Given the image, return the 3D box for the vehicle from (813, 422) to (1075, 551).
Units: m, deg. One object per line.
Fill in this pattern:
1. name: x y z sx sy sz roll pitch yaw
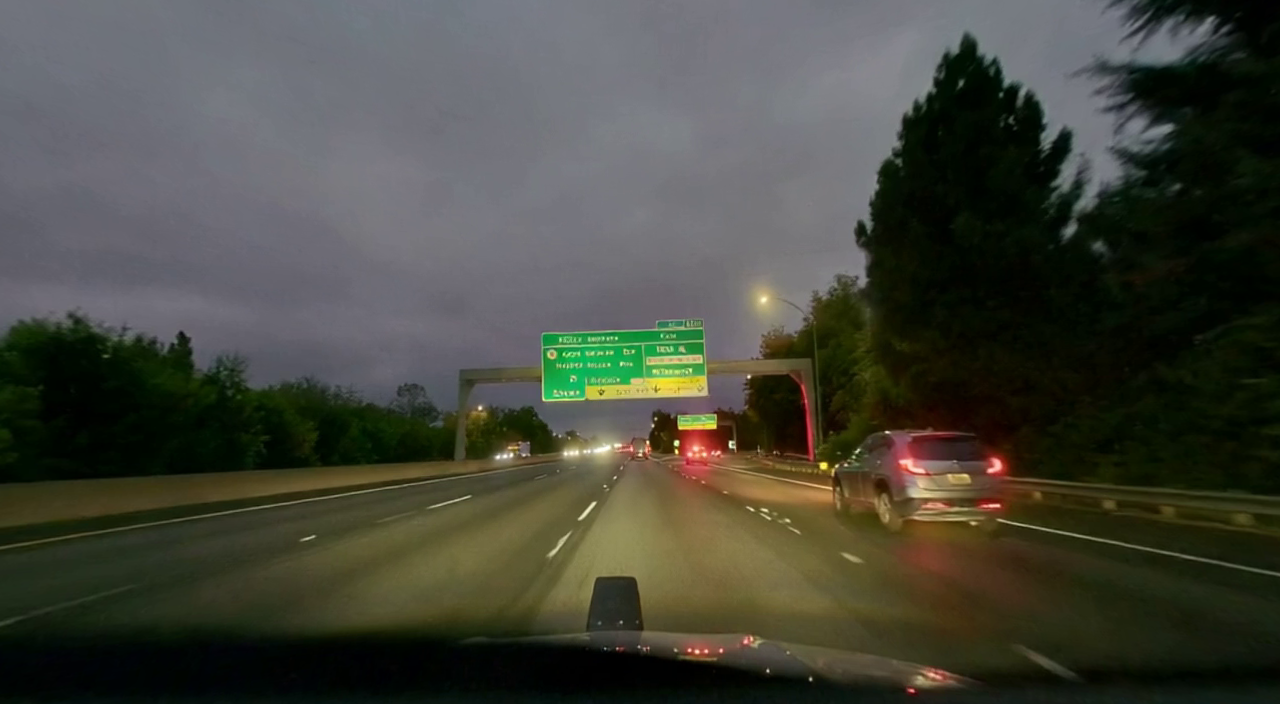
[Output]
1. vehicle: 4.459 2.036 10.245 1.929 1.604 4.478 0 -9 -1

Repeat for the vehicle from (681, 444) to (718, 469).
1. vehicle: 4.300 7.616 46.249 2.096 1.712 4.697 0 -9 -1
